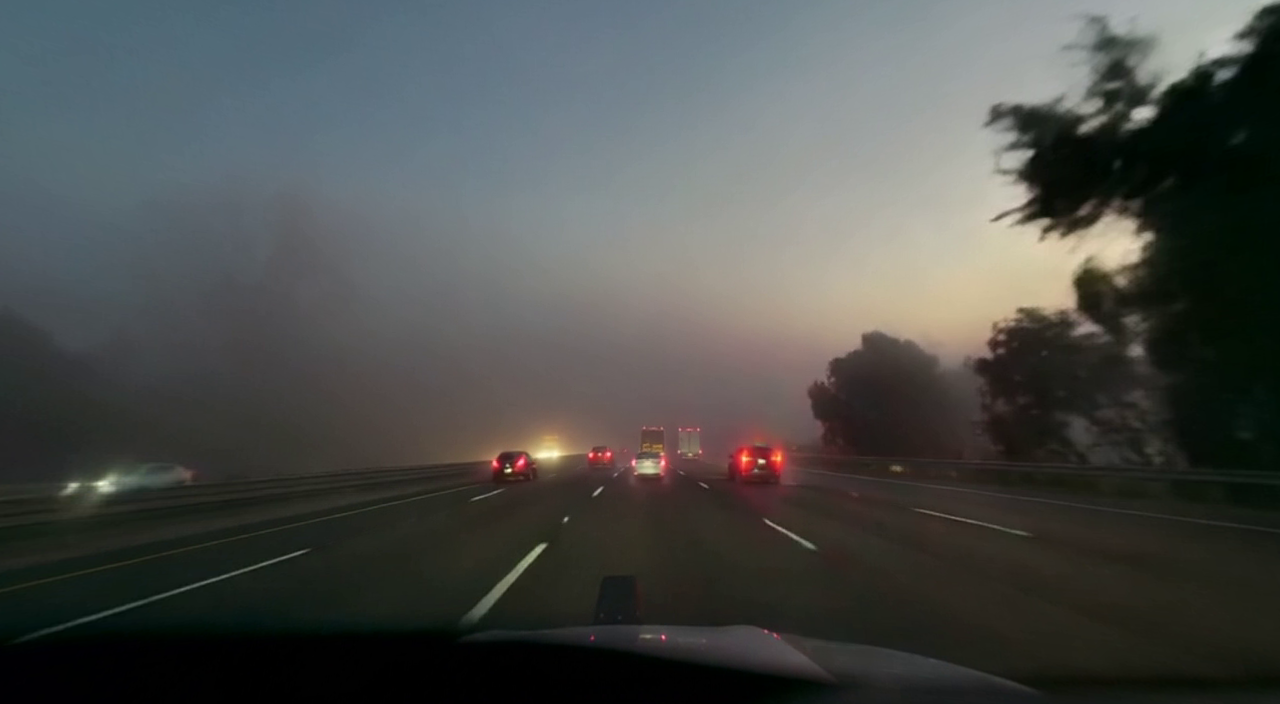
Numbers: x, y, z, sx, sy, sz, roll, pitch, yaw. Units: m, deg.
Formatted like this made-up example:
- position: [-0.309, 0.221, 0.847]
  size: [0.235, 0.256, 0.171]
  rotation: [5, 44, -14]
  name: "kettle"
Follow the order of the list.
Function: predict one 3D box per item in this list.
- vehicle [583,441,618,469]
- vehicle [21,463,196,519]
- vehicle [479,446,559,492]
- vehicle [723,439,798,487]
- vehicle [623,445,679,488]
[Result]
- position: [-2.947, 7.768, 47.478]
  size: [2.230, 1.973, 4.403]
  rotation: [-1, -9, 2]
  name: "vehicle"
- position: [-16.671, 4.331, 19.990]
  size: [1.912, 1.478, 4.106]
  rotation: [0, -9, 1]
  name: "vehicle"
- position: [-4.252, 4.208, 22.820]
  size: [1.967, 1.473, 4.439]
  rotation: [0, -9, 1]
  name: "vehicle"
- position: [4.505, 4.228, 24.077]
  size: [2.018, 1.639, 4.149]
  rotation: [0, -9, 0]
  name: "vehicle"
- position: [0.405, 4.504, 25.000]
  size: [2.015, 1.526, 4.286]
  rotation: [0, -9, 0]
  name: "vehicle"
